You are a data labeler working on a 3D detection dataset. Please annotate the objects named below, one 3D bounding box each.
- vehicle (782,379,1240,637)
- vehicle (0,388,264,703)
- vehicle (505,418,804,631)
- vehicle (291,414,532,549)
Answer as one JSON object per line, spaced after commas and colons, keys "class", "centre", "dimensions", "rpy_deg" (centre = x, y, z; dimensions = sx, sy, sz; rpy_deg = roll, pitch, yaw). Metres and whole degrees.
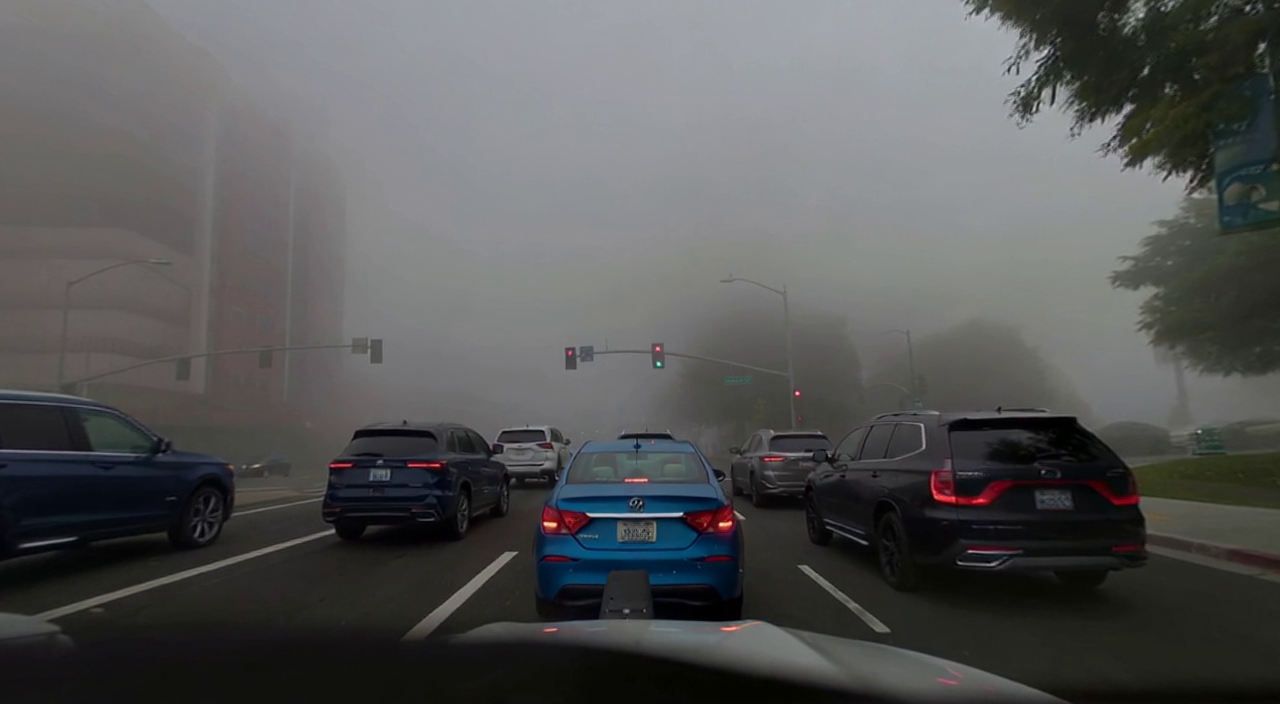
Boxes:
{"class": "vehicle", "centre": [3.095, 1.404, 6.650], "dimensions": [2.108, 1.785, 4.334], "rpy_deg": [0, -8, -1]}
{"class": "vehicle", "centre": [-3.378, 0.770, 1.401], "dimensions": [2.144, 1.505, 4.635], "rpy_deg": [-1, -8, 1]}
{"class": "vehicle", "centre": [0.091, 1.536, 6.587], "dimensions": [2.147, 1.507, 3.953], "rpy_deg": [0, -8, 0]}
{"class": "vehicle", "centre": [-3.345, 2.016, 10.463], "dimensions": [2.168, 1.719, 4.561], "rpy_deg": [-1, -8, 2]}
